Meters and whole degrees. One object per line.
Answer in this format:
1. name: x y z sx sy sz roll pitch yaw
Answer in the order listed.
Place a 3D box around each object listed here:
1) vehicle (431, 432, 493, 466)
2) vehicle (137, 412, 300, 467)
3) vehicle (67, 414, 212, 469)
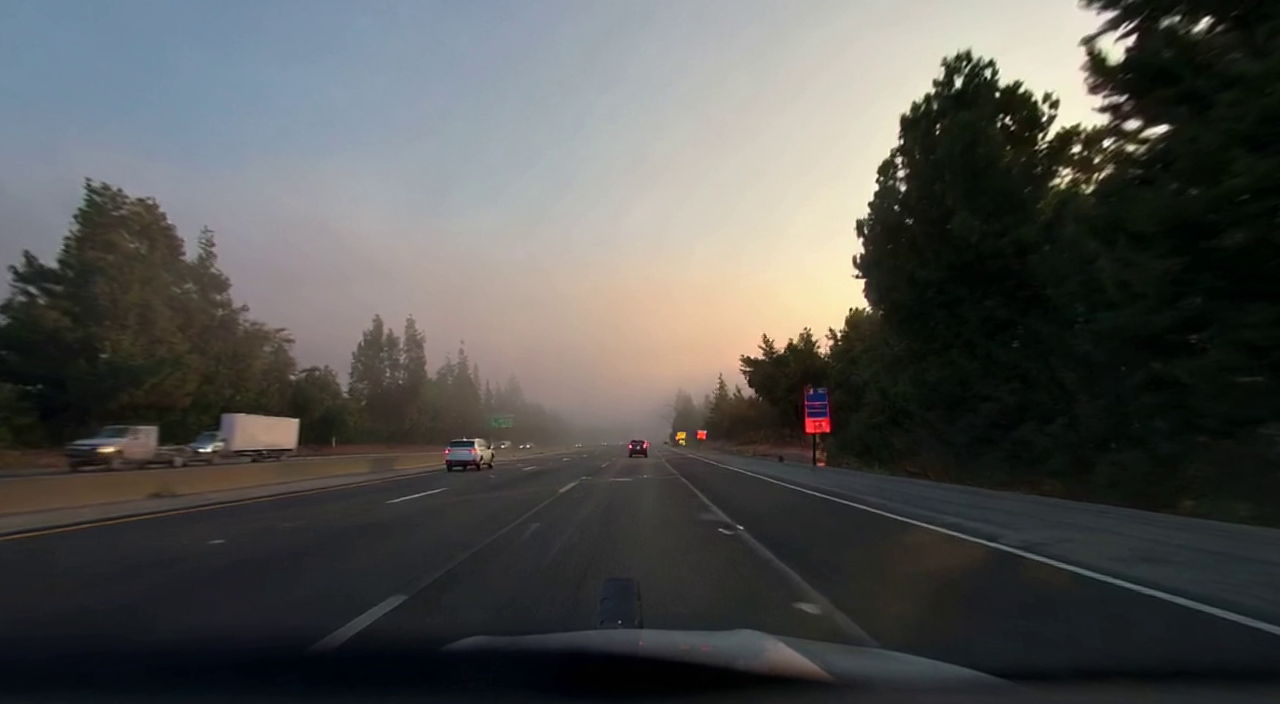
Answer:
1. vehicle: -10.861 5.956 39.016 2.270 1.936 5.190 0 -8 1
2. vehicle: -29.314 6.311 45.172 2.739 3.327 12.941 0 -8 0
3. vehicle: -29.279 5.334 37.417 2.959 2.955 6.625 0 -9 1
